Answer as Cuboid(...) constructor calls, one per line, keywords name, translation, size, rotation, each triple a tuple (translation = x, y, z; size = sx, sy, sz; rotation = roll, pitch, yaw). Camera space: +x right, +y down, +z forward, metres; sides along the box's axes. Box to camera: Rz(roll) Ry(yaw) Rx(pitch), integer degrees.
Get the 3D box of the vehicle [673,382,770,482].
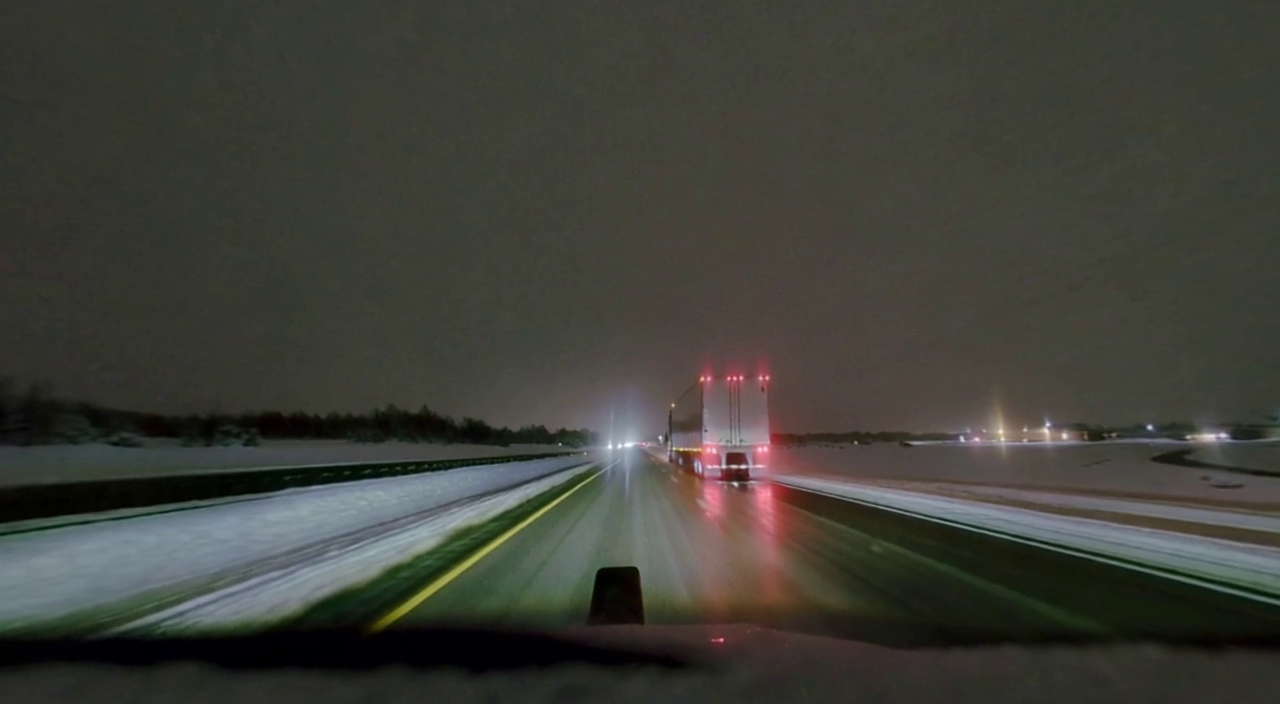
Cuboid(name="vehicle", translation=(3.677, 4.312, 32.459), size=(2.938, 4.076, 13.362), rotation=(0, -9, -1))
